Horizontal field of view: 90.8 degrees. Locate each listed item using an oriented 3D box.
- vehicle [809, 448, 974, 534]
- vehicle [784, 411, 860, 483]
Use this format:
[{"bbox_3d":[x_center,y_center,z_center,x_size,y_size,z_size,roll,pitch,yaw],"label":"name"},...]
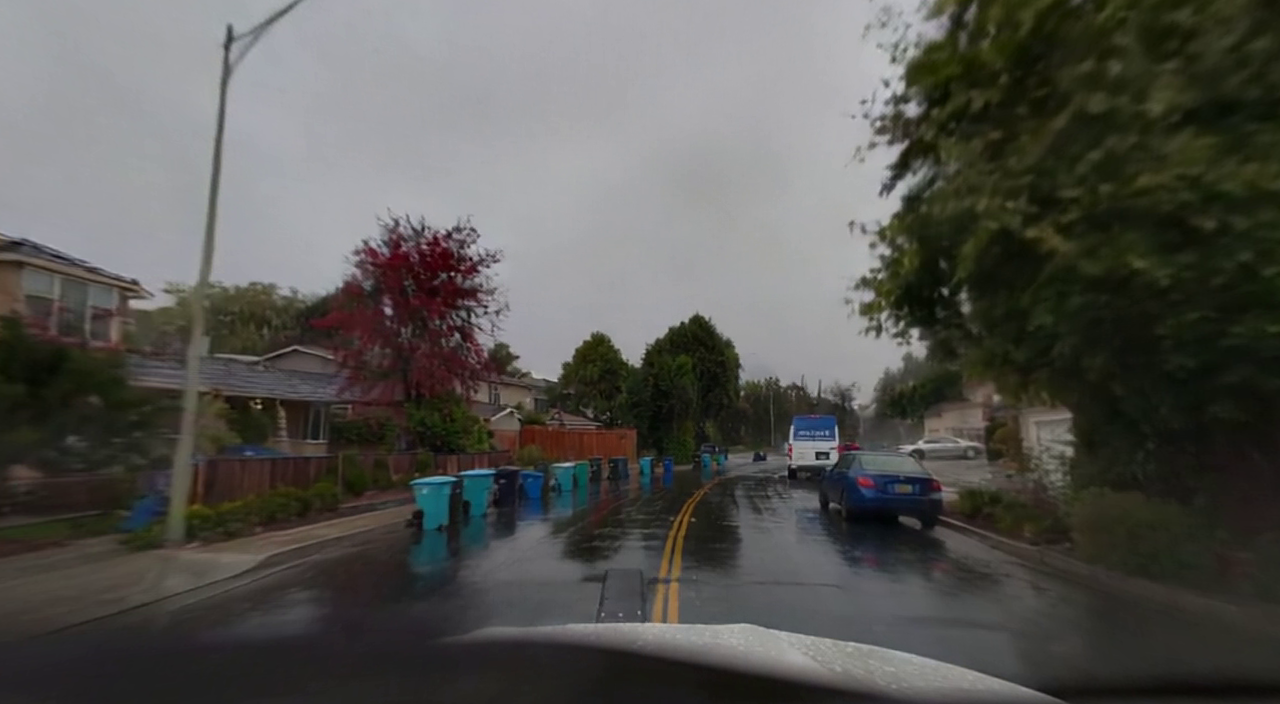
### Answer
[{"bbox_3d":[4.641,2.565,12.391,1.835,1.349,4.285,-1,-9,6],"label":"vehicle"},{"bbox_3d":[7.884,4.085,27.247,2.684,2.712,6.197,-3,-9,17],"label":"vehicle"}]
